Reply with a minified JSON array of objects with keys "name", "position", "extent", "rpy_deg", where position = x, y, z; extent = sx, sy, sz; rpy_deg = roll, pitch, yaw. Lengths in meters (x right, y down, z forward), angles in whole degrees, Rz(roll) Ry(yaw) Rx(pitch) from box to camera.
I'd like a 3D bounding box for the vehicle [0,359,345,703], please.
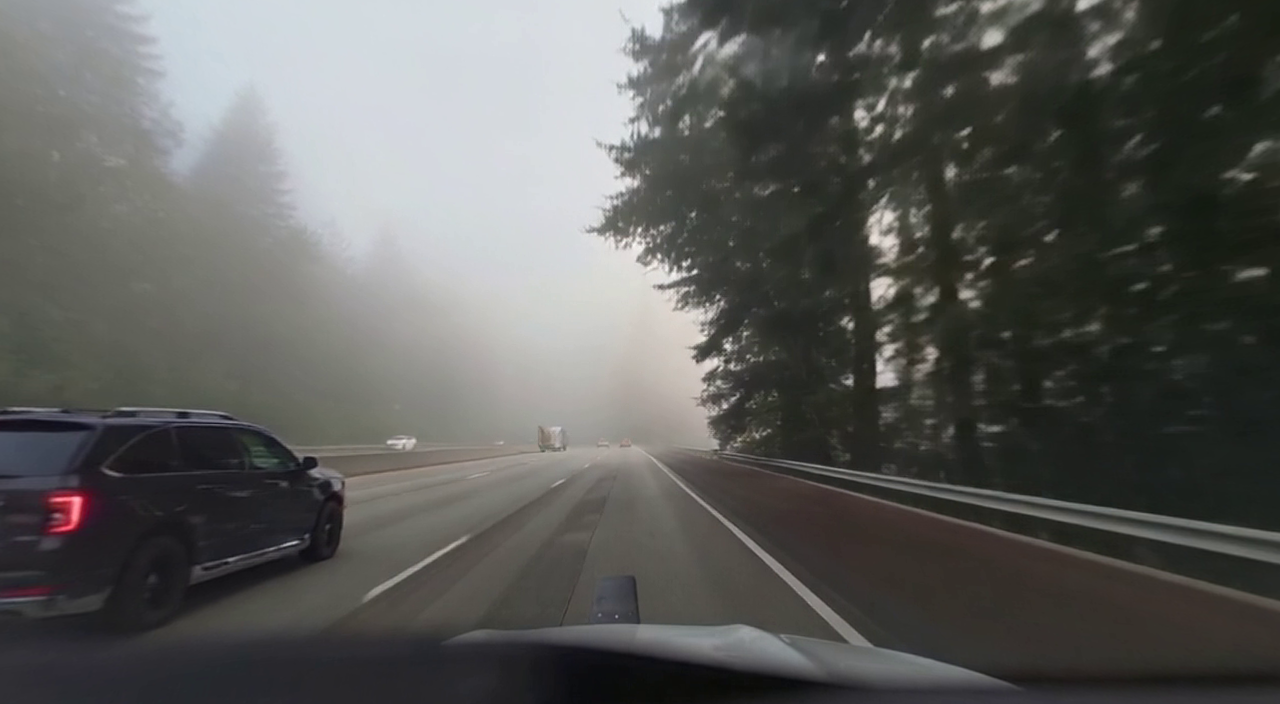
[{"name":"vehicle","position":[-4.102,1.074,4.495],"extent":[2.034,1.675,4.080],"rpy_deg":[0,-8,-1]}]
